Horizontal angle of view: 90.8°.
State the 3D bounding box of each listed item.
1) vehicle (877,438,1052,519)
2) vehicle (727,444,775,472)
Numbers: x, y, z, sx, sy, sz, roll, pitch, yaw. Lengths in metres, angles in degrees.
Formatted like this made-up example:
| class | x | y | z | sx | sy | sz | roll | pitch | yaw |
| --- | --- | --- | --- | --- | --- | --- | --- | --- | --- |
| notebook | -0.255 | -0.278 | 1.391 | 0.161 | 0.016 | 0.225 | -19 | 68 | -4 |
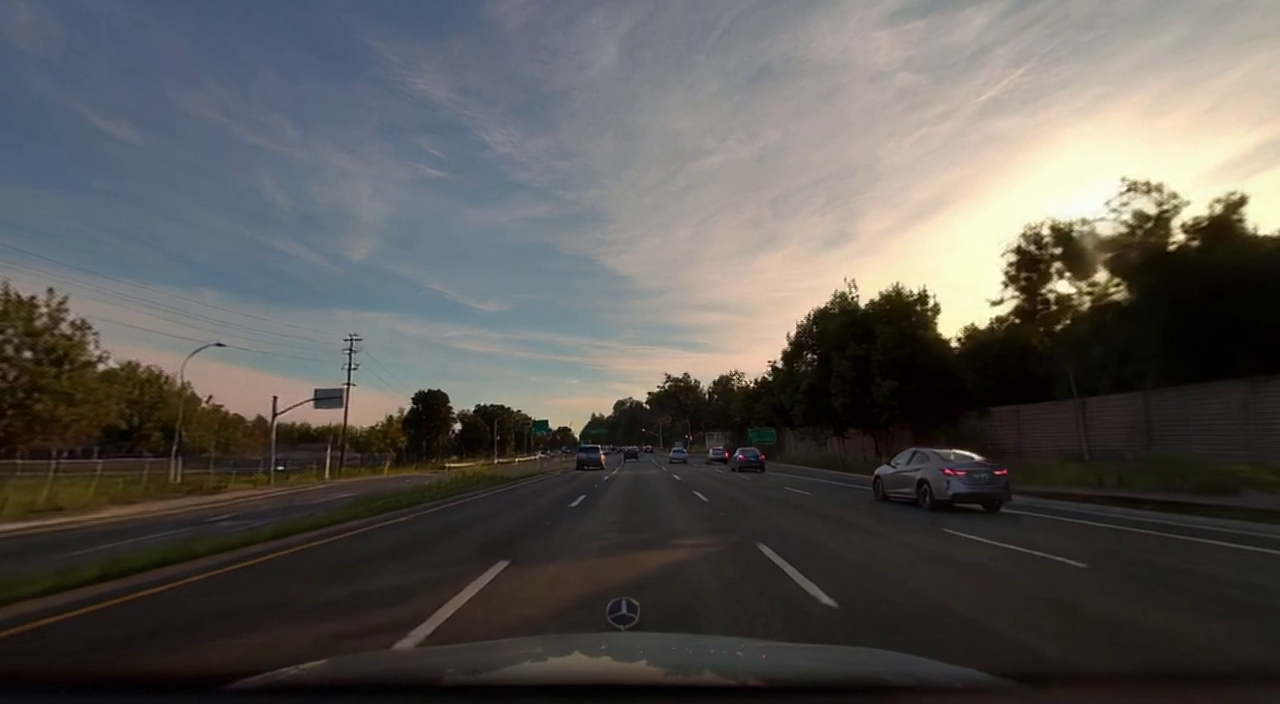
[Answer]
| class | x | y | z | sx | sy | sz | roll | pitch | yaw |
| --- | --- | --- | --- | --- | --- | --- | --- | --- | --- |
| vehicle | 6.862 | 2.678 | 13.879 | 1.838 | 1.518 | 3.713 | 0 | -8 | -1 |
| vehicle | 6.611 | 6.339 | 37.997 | 1.987 | 1.597 | 4.463 | 0 | -8 | -1 |
